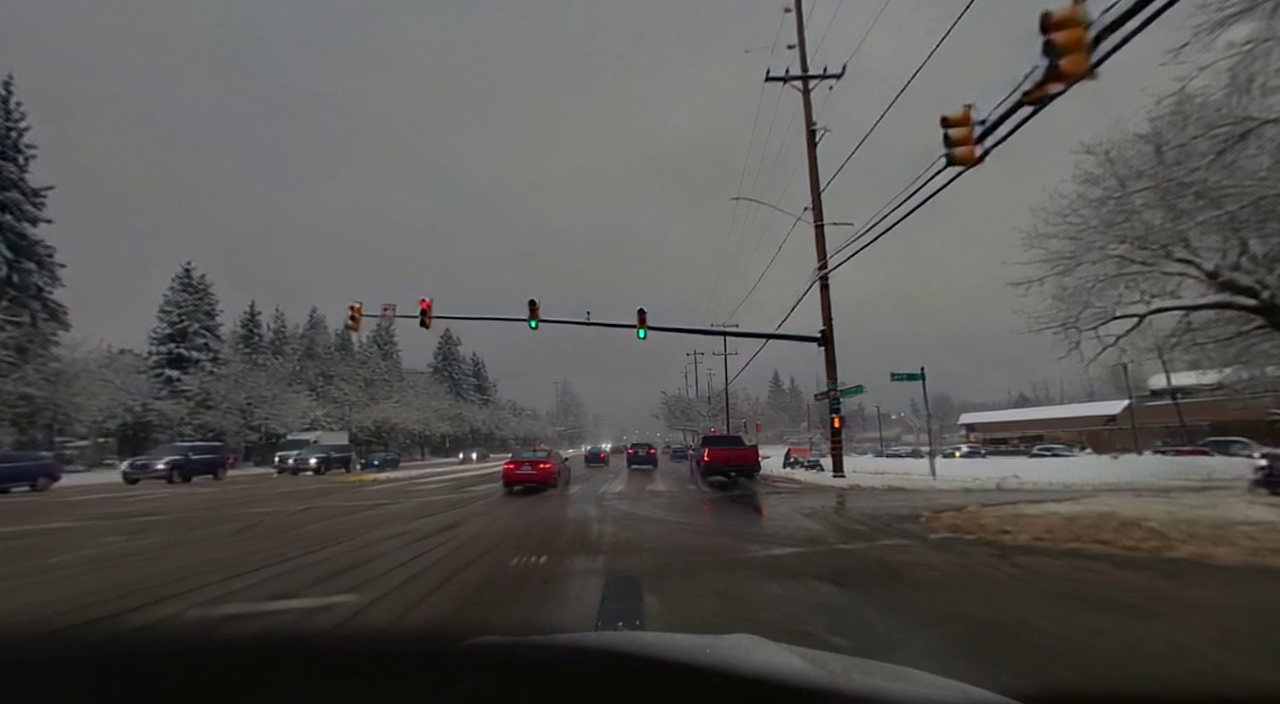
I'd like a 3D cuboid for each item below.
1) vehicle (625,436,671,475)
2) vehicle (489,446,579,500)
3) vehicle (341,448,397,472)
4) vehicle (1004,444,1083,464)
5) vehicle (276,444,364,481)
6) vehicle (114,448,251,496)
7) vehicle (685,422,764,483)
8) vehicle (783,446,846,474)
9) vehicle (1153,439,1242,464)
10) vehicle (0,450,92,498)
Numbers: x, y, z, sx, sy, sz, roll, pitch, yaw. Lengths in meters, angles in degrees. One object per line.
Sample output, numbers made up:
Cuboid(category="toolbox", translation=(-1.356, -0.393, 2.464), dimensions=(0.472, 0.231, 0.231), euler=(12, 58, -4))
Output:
Cuboid(category="vehicle", translation=(0.508, 6.293, 38.636), dimensions=(2.643, 2.145, 5.585), euler=(0, -9, 1))
Cuboid(category="vehicle", translation=(-3.201, 3.736, 20.009), dimensions=(1.939, 1.494, 4.499), euler=(0, -9, 2))
Cuboid(category="vehicle", translation=(-20.553, 8.216, 48.161), dimensions=(2.129, 1.668, 4.614), euler=(-1, -9, 1))
Cuboid(category="vehicle", translation=(30.788, 7.749, 48.329), dimensions=(1.868, 1.447, 4.690), euler=(5, -10, -28))
Cuboid(category="vehicle", translation=(-17.517, 6.038, 34.928), dimensions=(2.000, 1.894, 5.301), euler=(0, -9, 1))
Cuboid(category="vehicle", translation=(-18.058, 4.714, 25.279), dimensions=(1.958, 1.683, 4.559), euler=(0, -9, 2))
Cuboid(category="vehicle", translation=(3.956, 4.925, 31.224), dimensions=(2.905, 2.636, 6.895), euler=(0, -9, 0))
Cuboid(category="vehicle", translation=(10.835, 6.735, 39.556), dimensions=(2.010, 1.633, 4.246), euler=(2, -9, -13))
Cuboid(category="vehicle", translation=(34.615, 6.181, 39.347), dimensions=(1.658, 1.506, 3.747), euler=(2, -9, -12))
Cuboid(category="vehicle", translation=(-24.550, 4.743, 24.444), dimensions=(2.224, 1.759, 4.994), euler=(-4, -9, 0))
